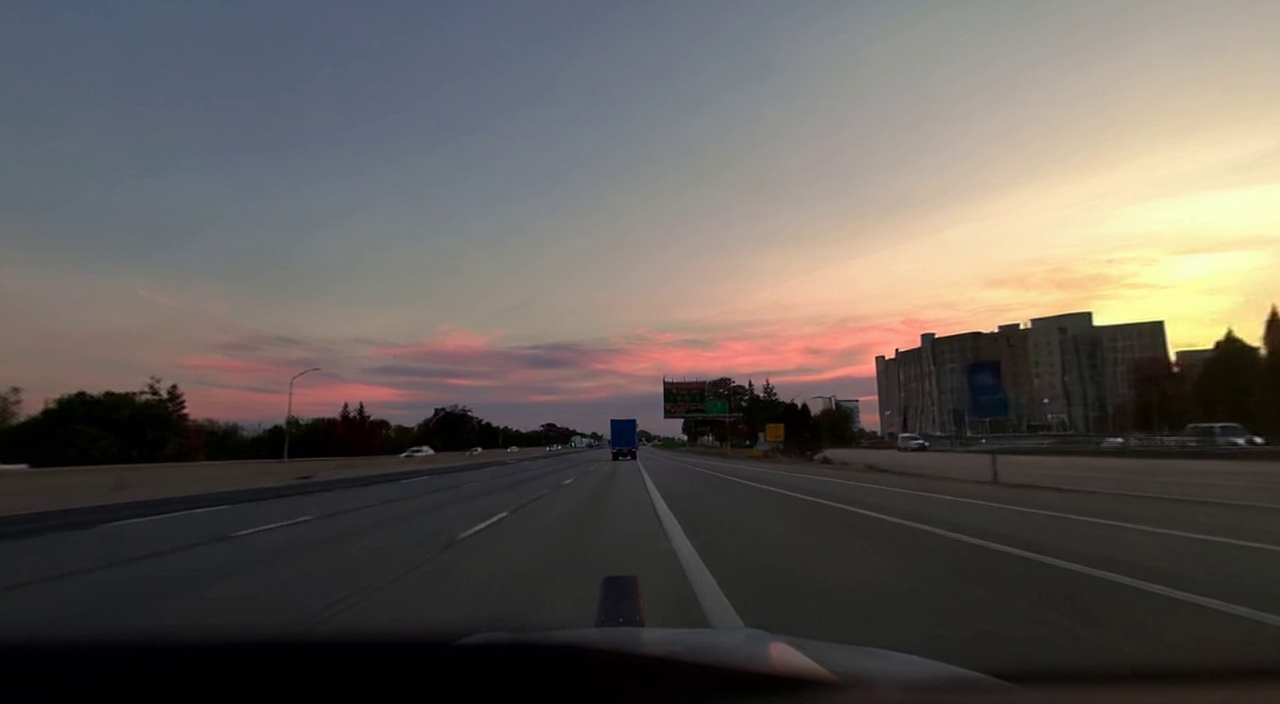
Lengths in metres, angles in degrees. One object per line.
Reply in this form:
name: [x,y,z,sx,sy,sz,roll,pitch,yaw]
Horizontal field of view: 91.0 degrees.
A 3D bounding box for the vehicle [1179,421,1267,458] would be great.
vehicle: [42.433,6.459,46.126,2.319,2.462,6.910,-4,-9,22]
